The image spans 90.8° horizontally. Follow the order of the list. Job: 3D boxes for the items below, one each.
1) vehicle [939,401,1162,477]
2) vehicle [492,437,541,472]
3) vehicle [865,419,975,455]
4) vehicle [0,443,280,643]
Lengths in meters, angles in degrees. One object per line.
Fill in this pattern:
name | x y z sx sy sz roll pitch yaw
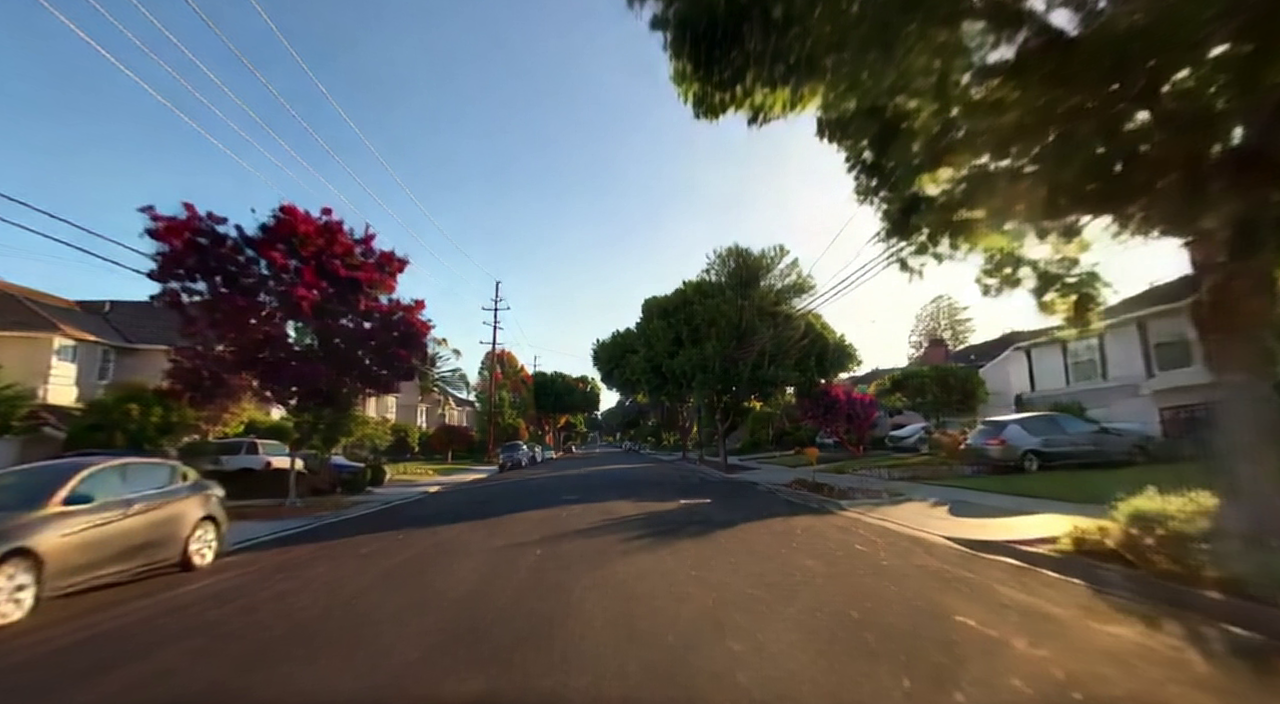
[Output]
vehicle | 10.536 2.346 16.572 4.293 1.657 1.961 -4 -12 6
vehicle | -7.738 6.507 40.144 2.240 1.940 5.429 -2 -9 -3
vehicle | 14.587 4.462 33.092 4.842 1.728 1.875 1 -9 -1
vehicle | -6.328 1.884 6.924 1.954 1.551 5.128 -3 -7 -2
